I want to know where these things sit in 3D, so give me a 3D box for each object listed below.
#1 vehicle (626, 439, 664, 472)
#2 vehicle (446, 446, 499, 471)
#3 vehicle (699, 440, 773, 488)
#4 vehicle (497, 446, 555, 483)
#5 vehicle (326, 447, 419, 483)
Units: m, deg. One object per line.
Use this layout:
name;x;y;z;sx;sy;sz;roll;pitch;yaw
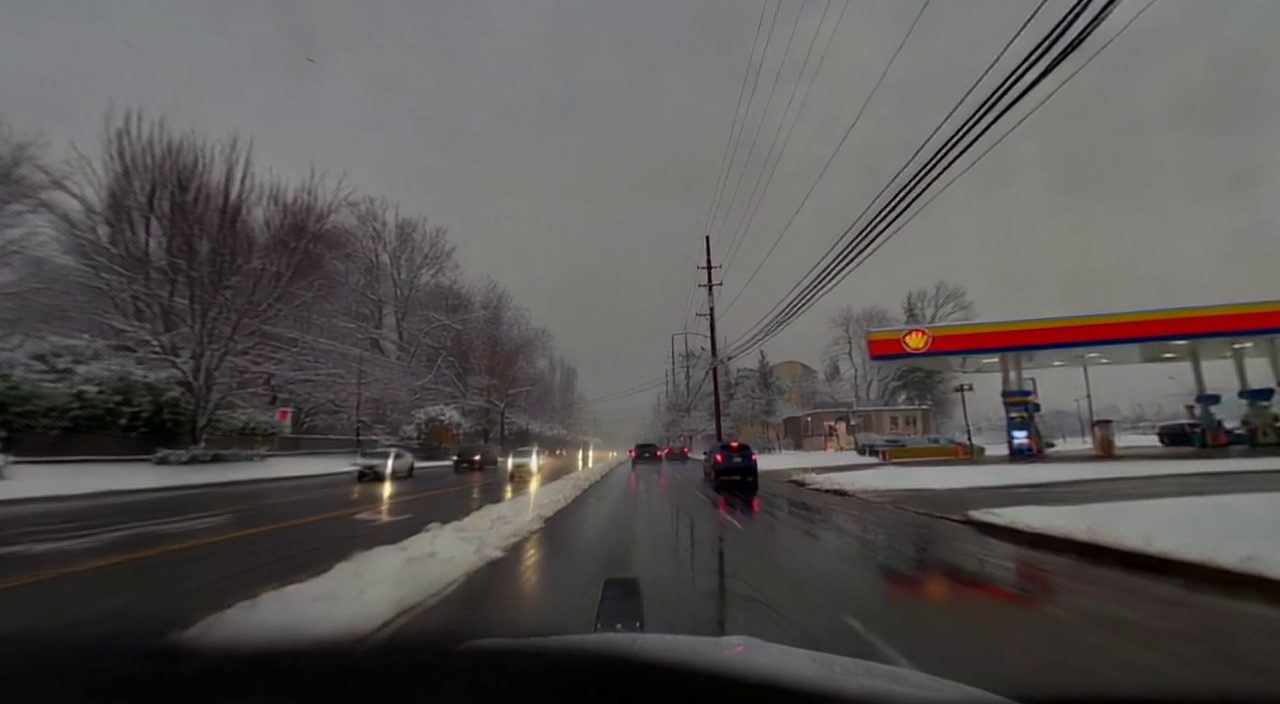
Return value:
vehicle;0.275;6.197;37.761;2.163;1.825;4.073;-1;-9;0
vehicle;-11.322;7.234;43.025;2.186;1.607;4.488;-1;-9;2
vehicle;3.495;4.187;23.849;1.990;1.592;4.294;0;-9;-1
vehicle;-4.846;4.845;27.351;1.816;1.484;3.629;-1;-9;0
vehicle;-12.360;5.243;29.601;2.264;1.515;4.718;-1;-9;1
